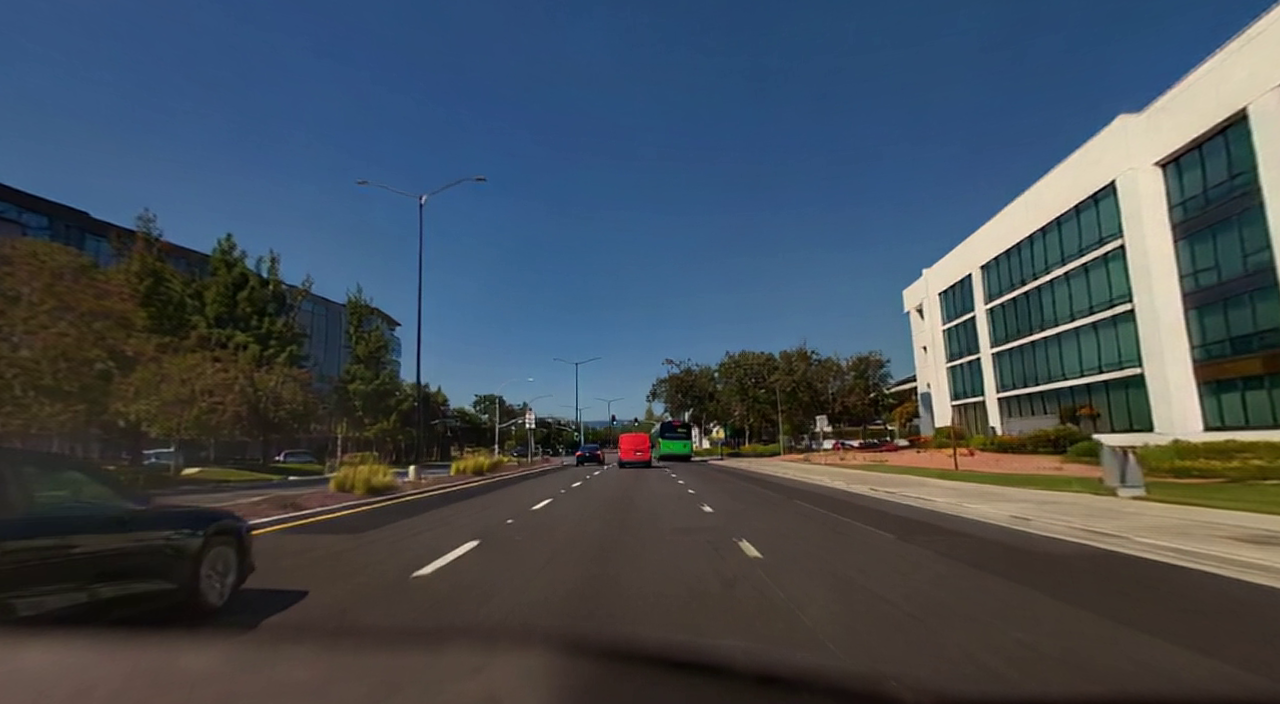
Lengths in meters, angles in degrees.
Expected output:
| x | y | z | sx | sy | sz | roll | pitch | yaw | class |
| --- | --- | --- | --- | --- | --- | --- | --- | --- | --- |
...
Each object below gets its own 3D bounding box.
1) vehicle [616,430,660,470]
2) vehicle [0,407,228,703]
| x | y | z | sx | sy | sz | roll | pitch | yaw | class |
| --- | --- | --- | --- | --- | --- | --- | --- | --- | --- |
| -0.082 | 5.670 | 36.569 | 2.336 | 2.122 | 5.207 | 0 | -9 | 1 | vehicle |
| -3.791 | 0.853 | 1.806 | 2.120 | 1.481 | 4.535 | 0 | -9 | 1 | vehicle |
